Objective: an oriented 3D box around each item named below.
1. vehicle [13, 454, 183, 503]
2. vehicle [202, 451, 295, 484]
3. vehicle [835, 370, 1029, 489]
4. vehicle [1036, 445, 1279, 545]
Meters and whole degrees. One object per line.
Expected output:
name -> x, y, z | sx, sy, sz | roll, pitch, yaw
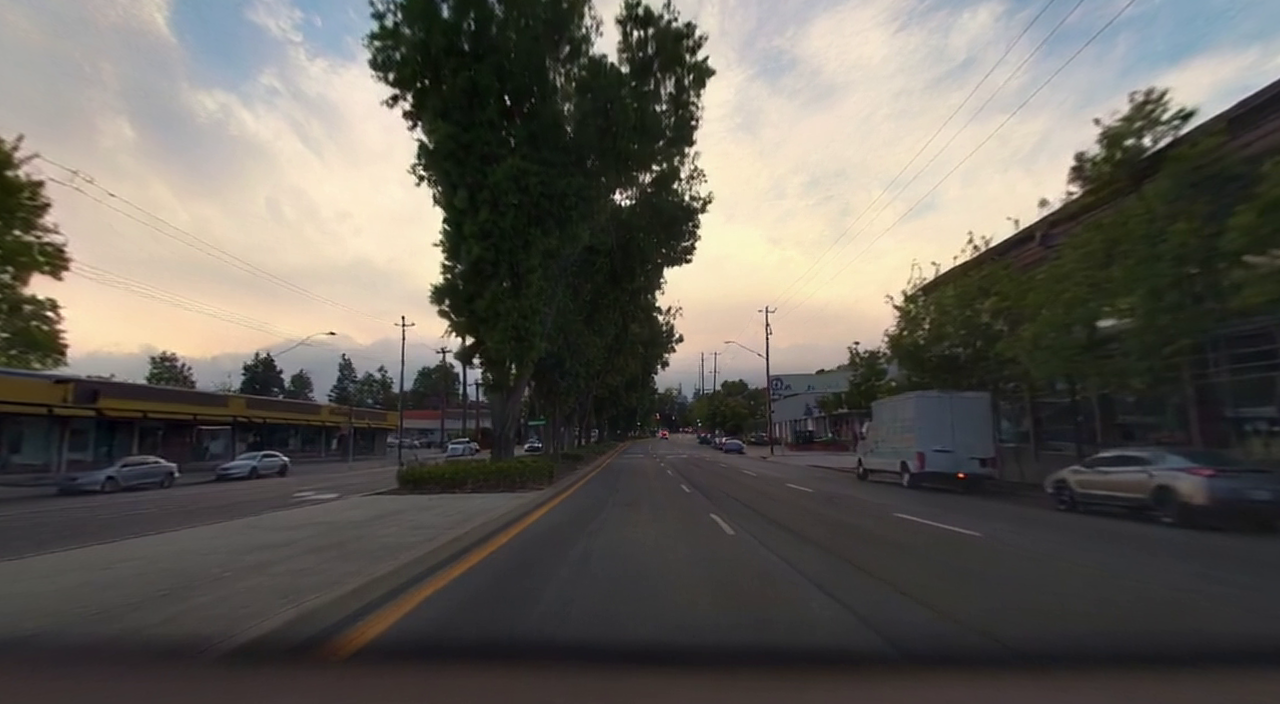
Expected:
vehicle -> -19.492, 4.533, 23.102 | 1.975, 1.484, 4.820 | 0, -9, 0
vehicle -> -19.562, 5.757, 31.801 | 1.813, 1.465, 4.454 | -1, -9, 0
vehicle -> 9.598, 2.827, 22.201 | 2.684, 3.381, 8.336 | 0, -9, 0
vehicle -> 9.723, 2.431, 11.572 | 1.827, 1.414, 4.879 | 0, -9, 1
